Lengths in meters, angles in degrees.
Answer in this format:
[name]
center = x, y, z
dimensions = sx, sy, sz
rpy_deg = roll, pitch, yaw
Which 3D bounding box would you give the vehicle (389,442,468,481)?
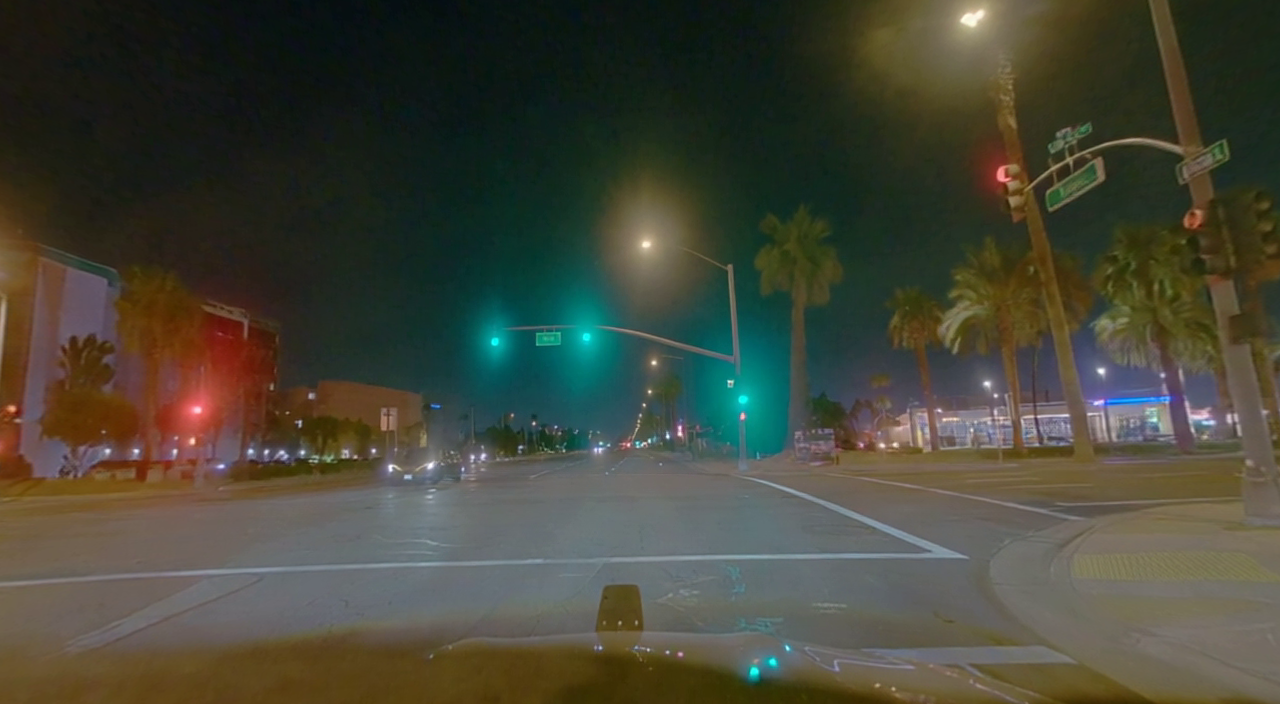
[vehicle]
center = -10.741, 5.582, 32.373
dimensions = 2.270, 1.833, 4.860
rpy_deg = 0, -9, 1
